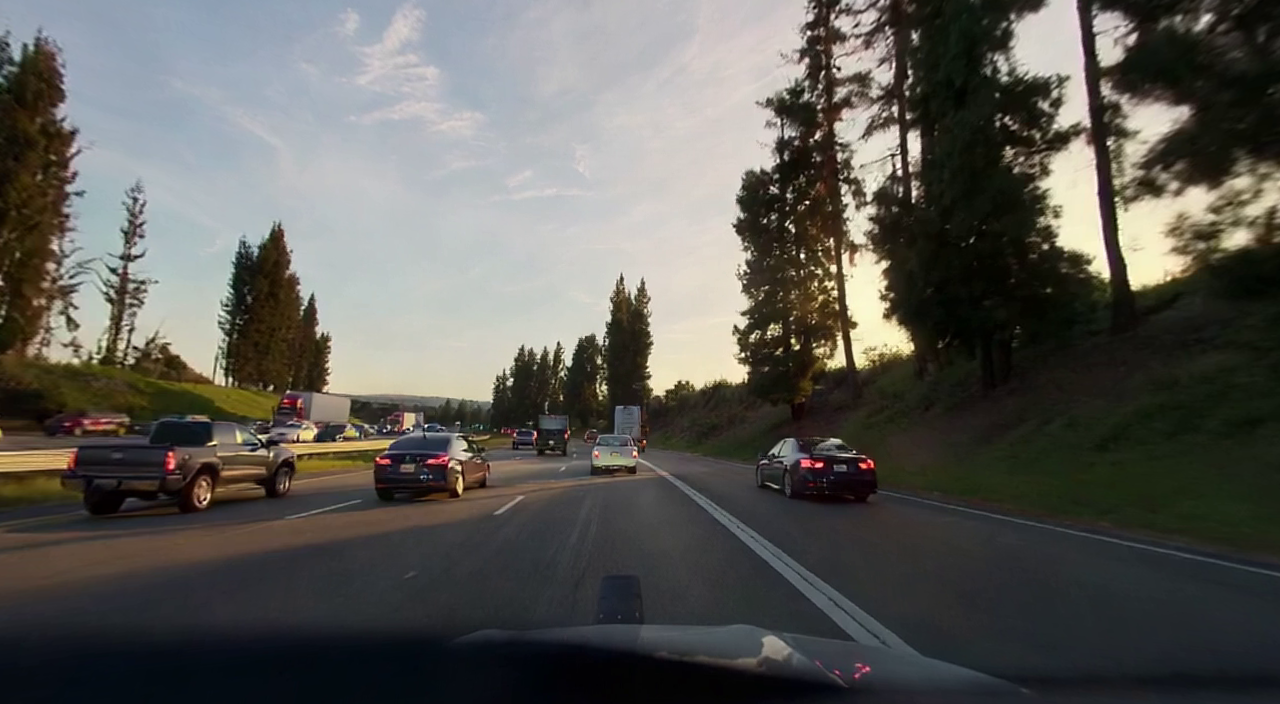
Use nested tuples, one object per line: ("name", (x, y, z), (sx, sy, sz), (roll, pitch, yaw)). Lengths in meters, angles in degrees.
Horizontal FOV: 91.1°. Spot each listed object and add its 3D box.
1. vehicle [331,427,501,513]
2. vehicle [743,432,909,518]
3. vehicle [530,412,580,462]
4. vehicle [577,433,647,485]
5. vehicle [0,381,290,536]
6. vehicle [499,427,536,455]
("vehicle", (-4.416, 2.367, 13.260), (2.046, 1.493, 4.384), (0, -8, -1))
("vehicle", (3.615, 2.453, 13.224), (1.981, 1.474, 4.396), (0, -8, -2))
("vehicle", (-4.846, 4.965, 36.774), (2.303, 2.610, 6.579), (0, -8, -3))
("vehicle", (-0.864, 3.301, 19.795), (1.980, 1.478, 3.758), (0, -8, -2))
("vehicle", (-8.126, 1.654, 10.296), (2.158, 1.943, 4.662), (0, -8, -1))
("vehicle", (-9.405, 6.864, 48.638), (2.023, 1.992, 4.581), (0, -8, -2))
